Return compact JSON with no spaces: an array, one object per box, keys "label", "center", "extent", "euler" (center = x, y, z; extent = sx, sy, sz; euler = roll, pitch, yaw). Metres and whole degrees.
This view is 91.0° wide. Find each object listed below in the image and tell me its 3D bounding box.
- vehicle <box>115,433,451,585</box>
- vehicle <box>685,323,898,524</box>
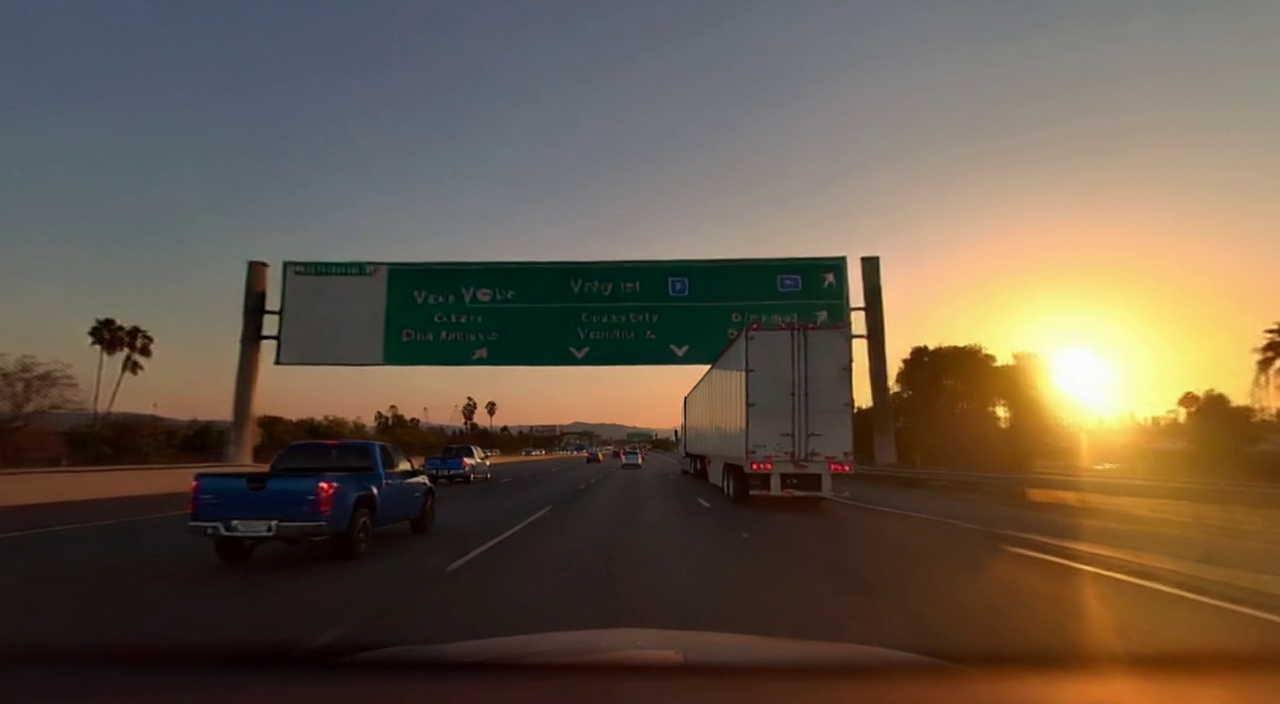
[{"label":"vehicle","center":[-4.289,1.922,8.572],"extent":[2.120,1.537,4.139],"euler":[0,-9,0]},{"label":"vehicle","center":[3.664,2.651,21.124],"extent":[2.891,4.123,16.415],"euler":[0,-9,-1]}]
